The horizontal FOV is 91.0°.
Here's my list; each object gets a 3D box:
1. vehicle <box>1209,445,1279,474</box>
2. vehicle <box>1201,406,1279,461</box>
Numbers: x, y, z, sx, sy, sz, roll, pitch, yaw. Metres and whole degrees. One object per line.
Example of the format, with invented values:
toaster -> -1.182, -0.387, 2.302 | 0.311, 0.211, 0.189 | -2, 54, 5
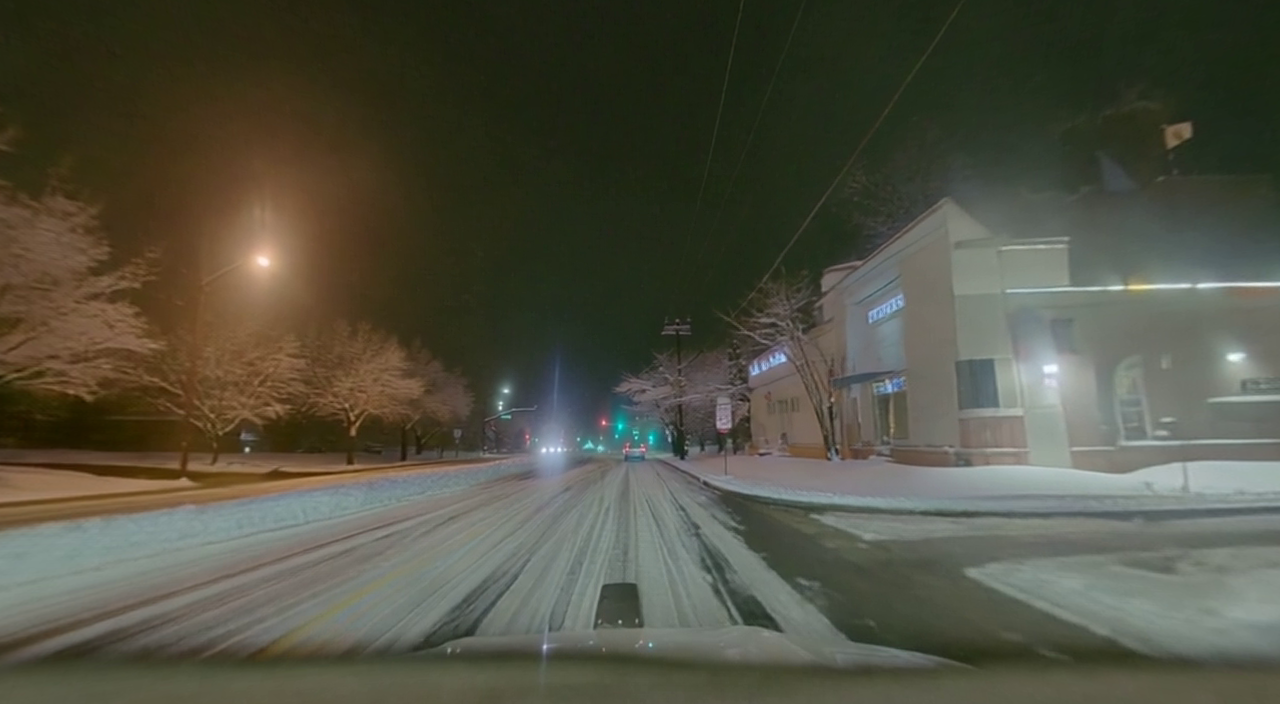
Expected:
vehicle -> 33.282, 5.776, 34.021 | 4.411, 1.457, 2.013 | 4, -9, -24
vehicle -> 47.497, 6.168, 47.009 | 8.056, 3.948, 3.075 | 1, -10, -2
